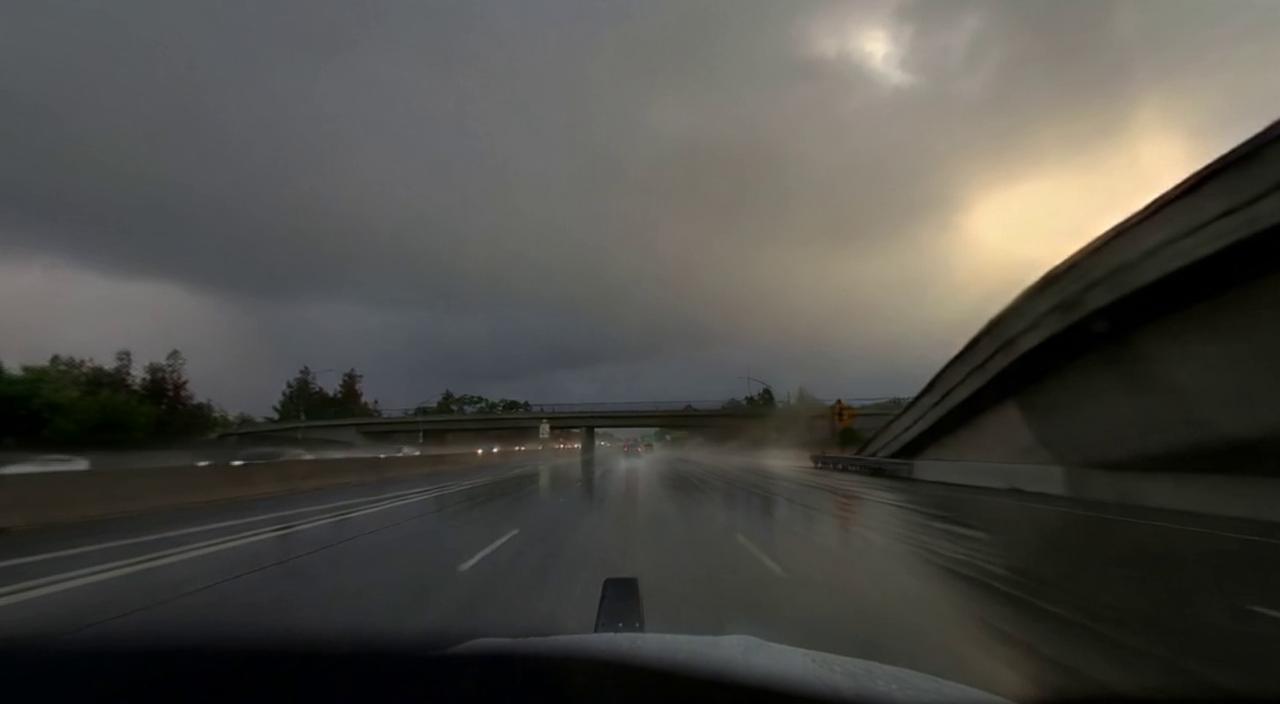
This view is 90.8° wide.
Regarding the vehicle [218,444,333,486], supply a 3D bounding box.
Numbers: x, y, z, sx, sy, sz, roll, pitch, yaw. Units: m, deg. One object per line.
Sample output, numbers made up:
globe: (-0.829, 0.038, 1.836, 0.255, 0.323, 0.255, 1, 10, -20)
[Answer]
vehicle: (-14.139, 4.380, 24.849, 1.916, 1.470, 4.449, 0, -9, -1)
